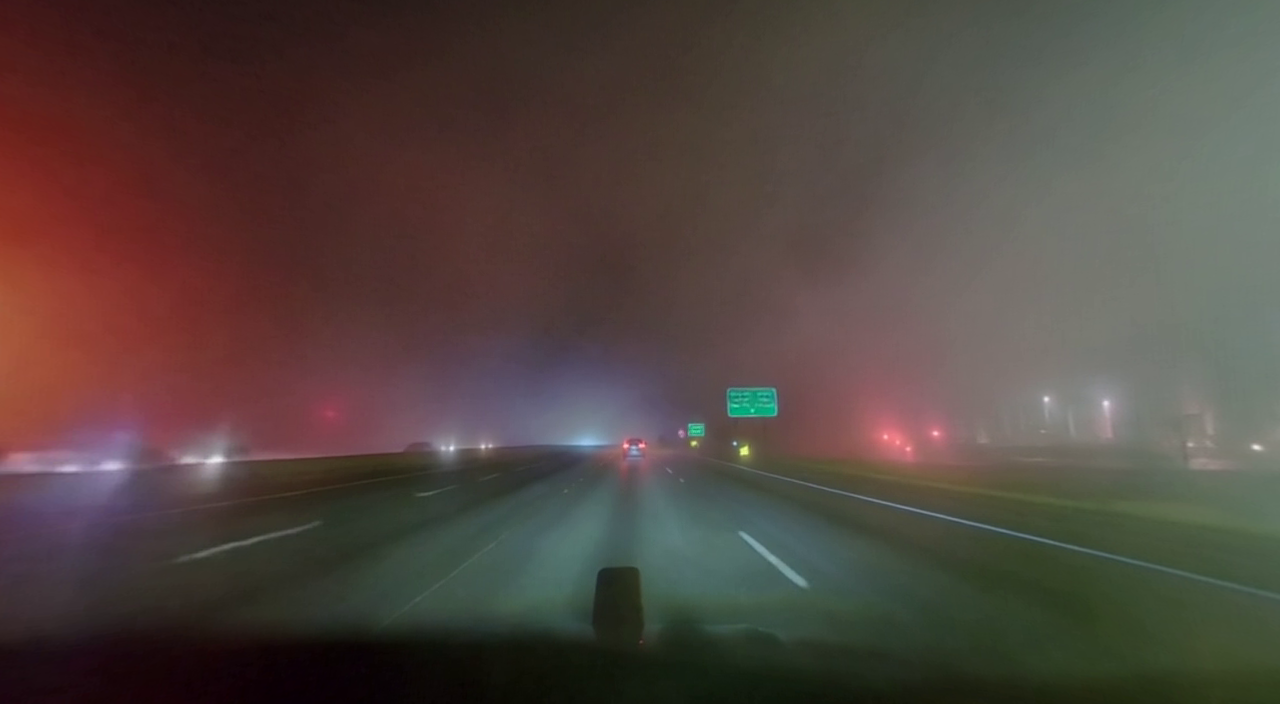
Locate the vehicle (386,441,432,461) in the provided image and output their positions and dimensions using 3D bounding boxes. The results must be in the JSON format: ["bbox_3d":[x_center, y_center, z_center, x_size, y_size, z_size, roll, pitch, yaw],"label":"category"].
[{"bbox_3d":[-17.875,7.689,49.153,1.974,1.513,4.348,0,-9,0],"label":"vehicle"}]

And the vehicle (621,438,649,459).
[{"bbox_3d":[-0.364,7.165,47.028,2.025,1.460,4.189,0,-8,0],"label":"vehicle"}]

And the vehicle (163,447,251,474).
[{"bbox_3d":[-25.368,6.356,37.263,1.870,1.484,4.703,0,-8,0],"label":"vehicle"}]

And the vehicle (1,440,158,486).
[{"bbox_3d":[-21.599,4.269,24.668,1.947,1.606,4.533,0,-8,-1],"label":"vehicle"}]
